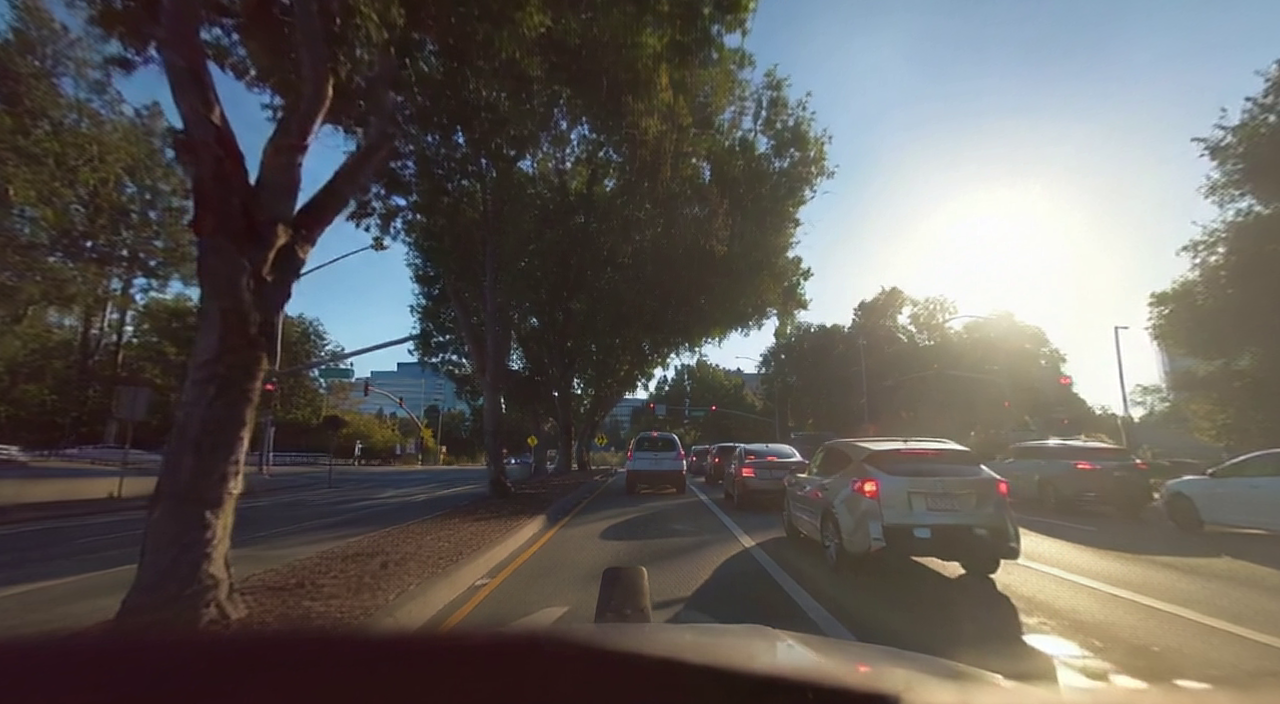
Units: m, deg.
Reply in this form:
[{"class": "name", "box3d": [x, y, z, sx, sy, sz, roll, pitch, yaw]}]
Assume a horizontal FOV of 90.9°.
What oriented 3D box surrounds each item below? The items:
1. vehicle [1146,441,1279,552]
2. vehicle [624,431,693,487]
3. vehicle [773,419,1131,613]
[{"class": "vehicle", "box3d": [9.300, 1.887, 8.182, 1.884, 1.422, 4.262, 0, -8, -1]}, {"class": "vehicle", "box3d": [0.574, 3.823, 22.835, 2.245, 1.800, 4.522, 0, -8, 0]}, {"class": "vehicle", "box3d": [3.007, 1.646, 7.313, 2.078, 1.578, 4.107, 0, -8, 1]}]
